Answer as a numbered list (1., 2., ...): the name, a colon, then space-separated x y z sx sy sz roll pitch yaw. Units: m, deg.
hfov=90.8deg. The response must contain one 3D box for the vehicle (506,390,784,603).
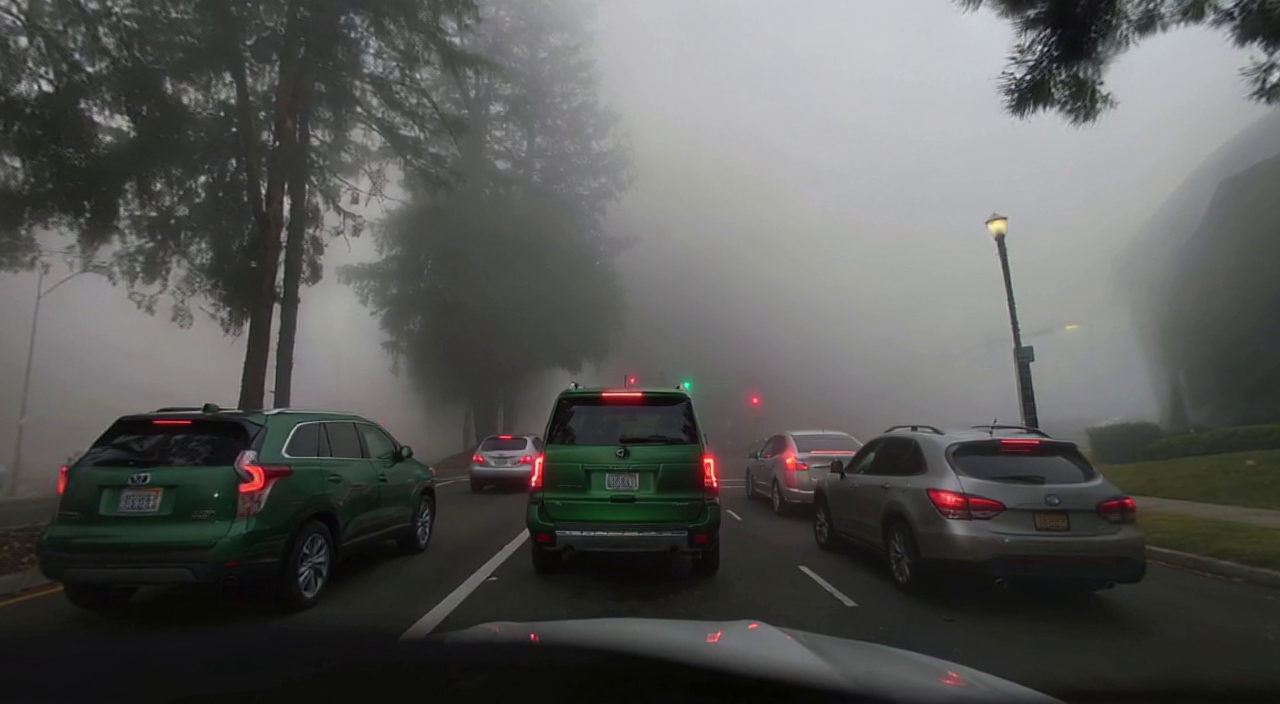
1. vehicle: 0.024 1.484 7.249 2.294 1.761 3.857 0 -9 -1

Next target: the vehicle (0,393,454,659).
1. vehicle: -3.369 1.377 6.017 1.961 1.639 4.064 0 -9 0

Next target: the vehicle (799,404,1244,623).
1. vehicle: 3.472 1.551 7.047 2.202 1.657 4.298 0 -9 -1
